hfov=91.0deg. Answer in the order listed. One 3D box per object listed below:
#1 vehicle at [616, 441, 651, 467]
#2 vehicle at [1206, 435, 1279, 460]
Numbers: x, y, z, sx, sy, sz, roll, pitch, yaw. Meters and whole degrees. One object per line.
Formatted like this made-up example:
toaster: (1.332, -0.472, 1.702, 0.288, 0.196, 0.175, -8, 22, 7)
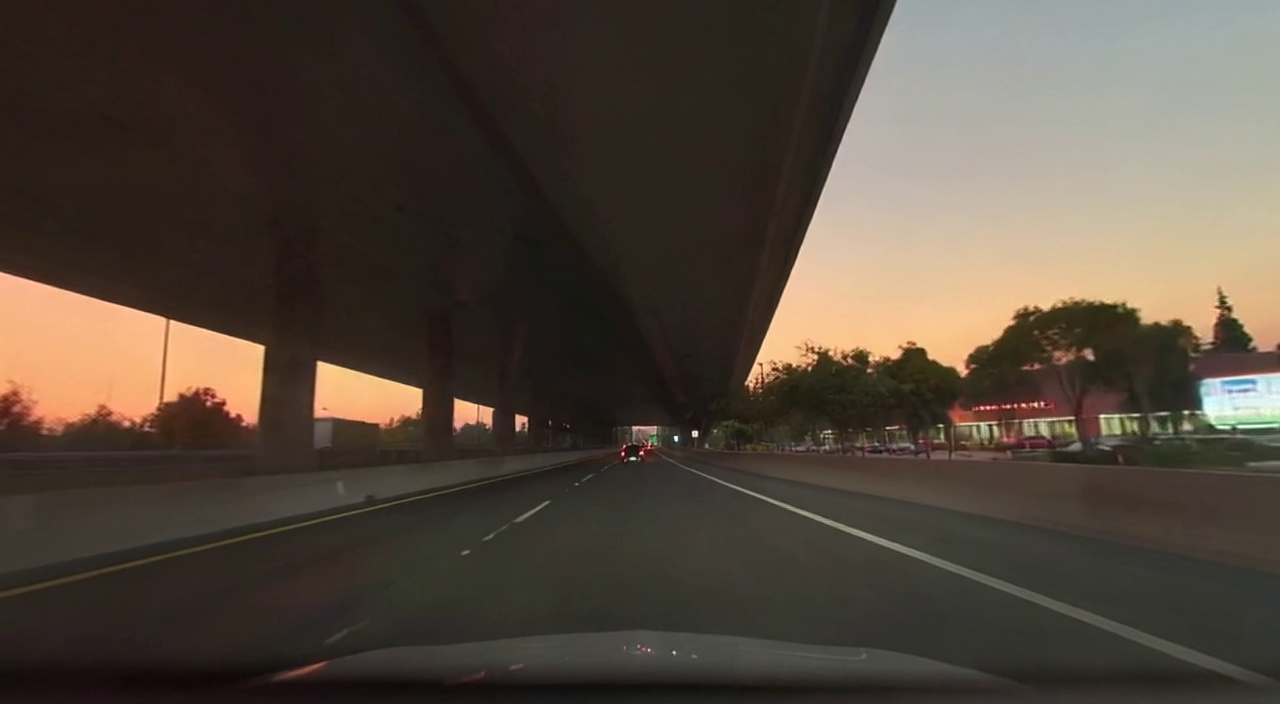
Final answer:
vehicle: (-0.430, 6.511, 40.246, 2.110, 1.555, 4.431, 0, -9, 0)
vehicle: (39.775, 6.223, 40.998, 3.996, 1.517, 1.846, 1, -9, -2)
